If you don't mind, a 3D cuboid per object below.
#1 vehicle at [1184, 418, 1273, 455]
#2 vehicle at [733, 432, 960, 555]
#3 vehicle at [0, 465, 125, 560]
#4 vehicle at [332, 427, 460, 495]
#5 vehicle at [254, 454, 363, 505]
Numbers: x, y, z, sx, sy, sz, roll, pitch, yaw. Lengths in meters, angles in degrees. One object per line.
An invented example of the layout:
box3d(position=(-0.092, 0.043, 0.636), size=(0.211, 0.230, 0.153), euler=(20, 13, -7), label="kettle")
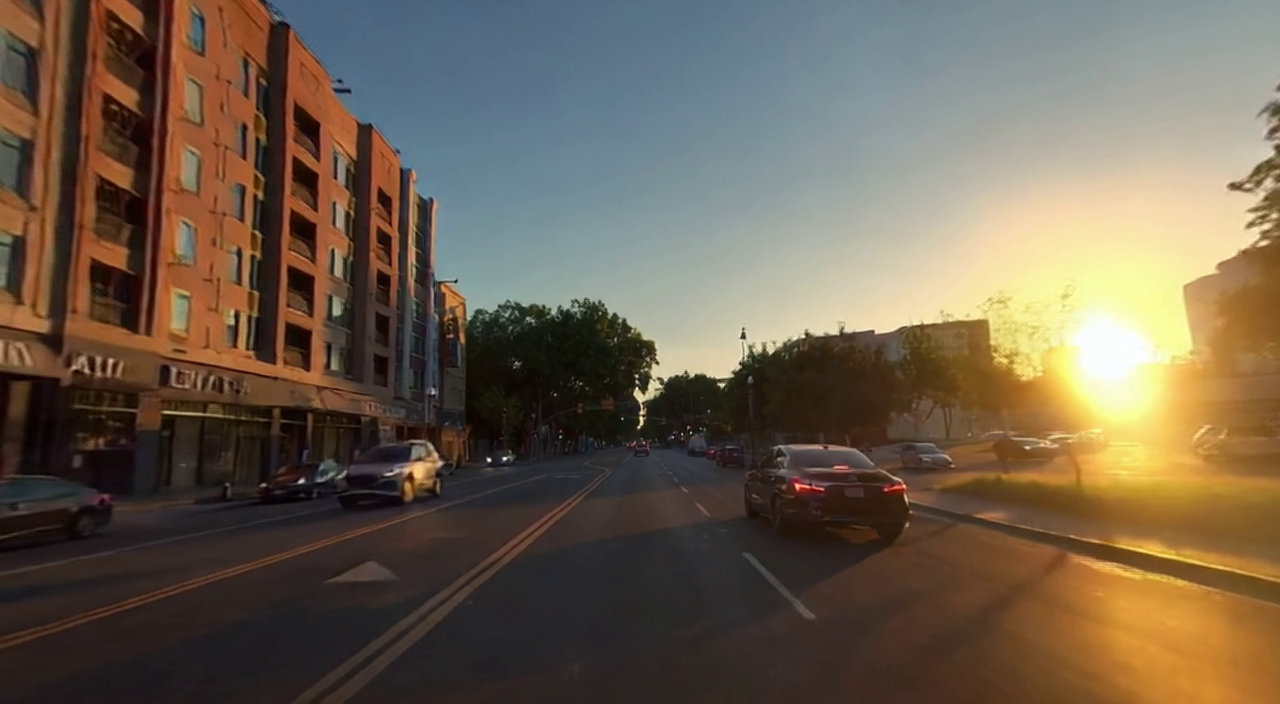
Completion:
box3d(position=(32.410, 4.740, 34.745), size=(2.005, 1.825, 4.889), euler=(-5, -10, 25), label="vehicle")
box3d(position=(2.928, 2.103, 10.112), size=(2.080, 1.524, 4.348), euler=(0, -8, -1), label="vehicle")
box3d(position=(-12.228, 2.953, 11.367), size=(1.910, 1.511, 4.565), euler=(-1, -7, 0), label="vehicle")
box3d(position=(-8.391, 3.808, 22.289), size=(2.379, 2.086, 5.321), euler=(0, -8, 0), label="vehicle")
box3d(position=(-12.234, 4.685, 23.509), size=(1.867, 1.583, 4.108), euler=(-1, -8, -1), label="vehicle")
